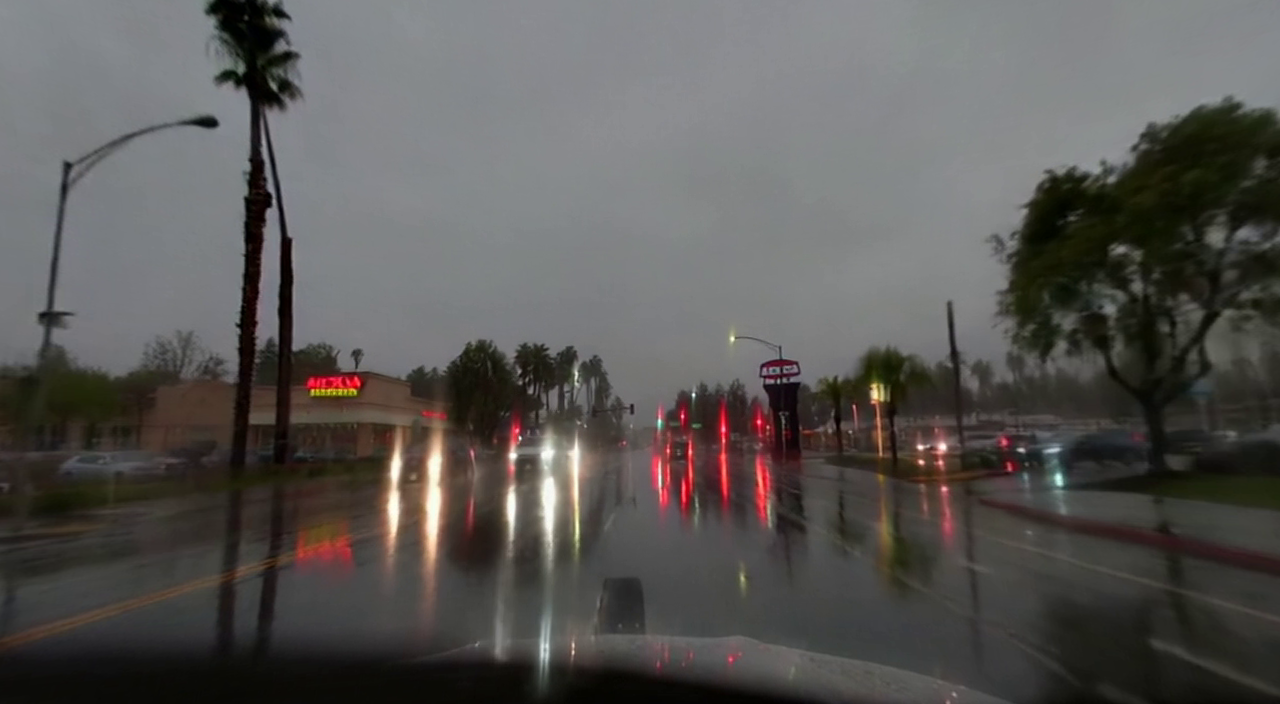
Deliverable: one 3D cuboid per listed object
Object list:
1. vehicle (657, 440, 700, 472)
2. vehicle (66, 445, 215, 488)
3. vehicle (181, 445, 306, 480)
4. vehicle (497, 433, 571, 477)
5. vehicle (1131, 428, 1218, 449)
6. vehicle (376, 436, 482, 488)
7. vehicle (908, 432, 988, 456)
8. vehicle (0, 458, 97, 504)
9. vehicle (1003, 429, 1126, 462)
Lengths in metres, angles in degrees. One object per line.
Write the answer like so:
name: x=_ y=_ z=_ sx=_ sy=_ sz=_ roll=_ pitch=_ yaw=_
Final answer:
vehicle: x=1.950 y=5.352 z=32.654 sx=2.065 sy=1.507 sz=4.225 roll=0 pitch=-9 yaw=2
vehicle: x=-21.095 y=4.859 z=26.757 sx=4.498 sy=1.729 sz=2.102 roll=0 pitch=-9 yaw=1
vehicle: x=-20.643 y=5.776 z=32.912 sx=5.050 sy=1.758 sz=2.134 roll=0 pitch=-9 yaw=3
vehicle: x=-5.182 y=5.145 z=31.795 sx=2.551 sy=1.995 sz=5.615 roll=0 pitch=-9 yaw=2
vehicle: x=37.583 y=6.114 z=44.365 sx=1.789 sy=1.377 sz=4.162 roll=4 pitch=-9 yaw=-25
vehicle: x=-9.018 y=4.752 z=27.626 sx=2.328 sy=1.976 sz=5.915 roll=0 pitch=-9 yaw=3
vehicle: x=21.638 y=6.491 z=44.409 sx=2.028 sy=1.556 sz=4.625 roll=5 pitch=-10 yaw=-29
vehicle: x=-21.085 y=4.305 z=20.832 sx=4.552 sy=1.389 sz=1.779 roll=-2 pitch=-10 yaw=2
vehicle: x=18.910 y=4.195 z=28.155 sx=4.140 sy=1.422 sz=1.869 roll=0 pitch=-9 yaw=0
